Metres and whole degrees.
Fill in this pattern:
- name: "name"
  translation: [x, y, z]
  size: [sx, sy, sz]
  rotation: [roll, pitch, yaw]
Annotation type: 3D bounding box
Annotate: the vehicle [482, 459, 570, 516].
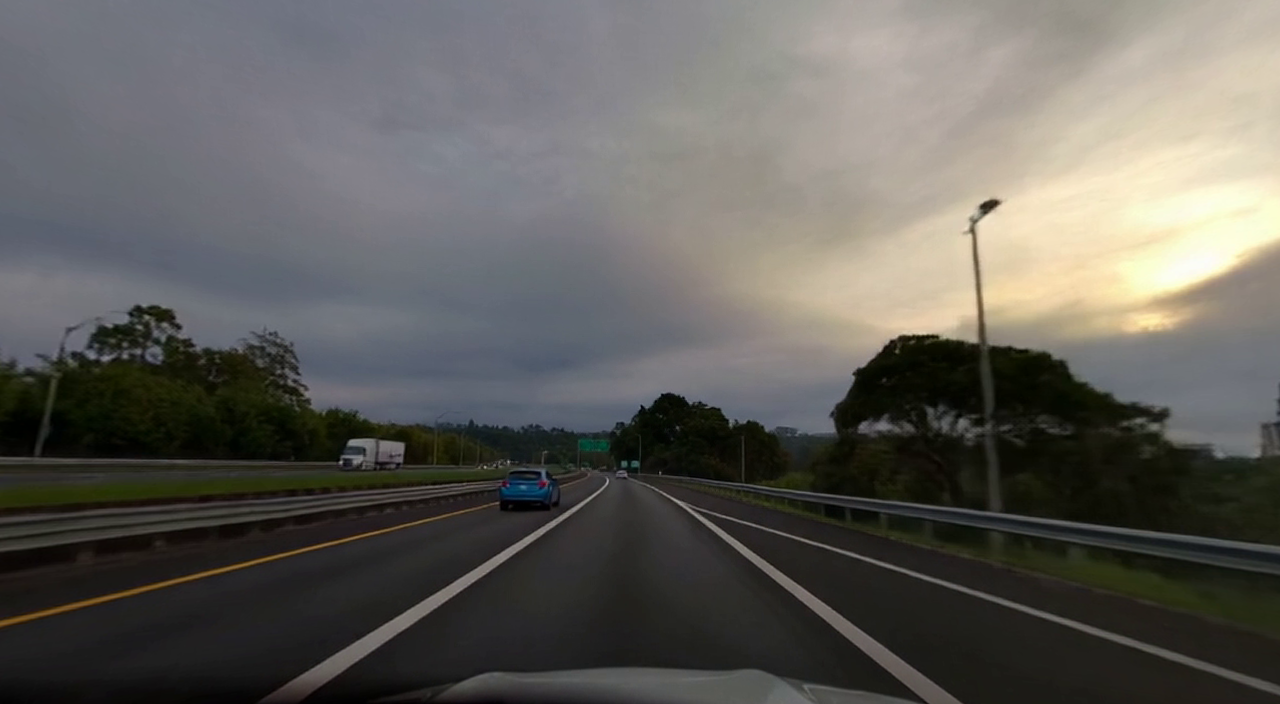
- name: "vehicle"
  translation: [-3.485, 4.267, 20.128]
  size: [1.967, 1.556, 4.364]
  rotation: [1, -10, 0]
